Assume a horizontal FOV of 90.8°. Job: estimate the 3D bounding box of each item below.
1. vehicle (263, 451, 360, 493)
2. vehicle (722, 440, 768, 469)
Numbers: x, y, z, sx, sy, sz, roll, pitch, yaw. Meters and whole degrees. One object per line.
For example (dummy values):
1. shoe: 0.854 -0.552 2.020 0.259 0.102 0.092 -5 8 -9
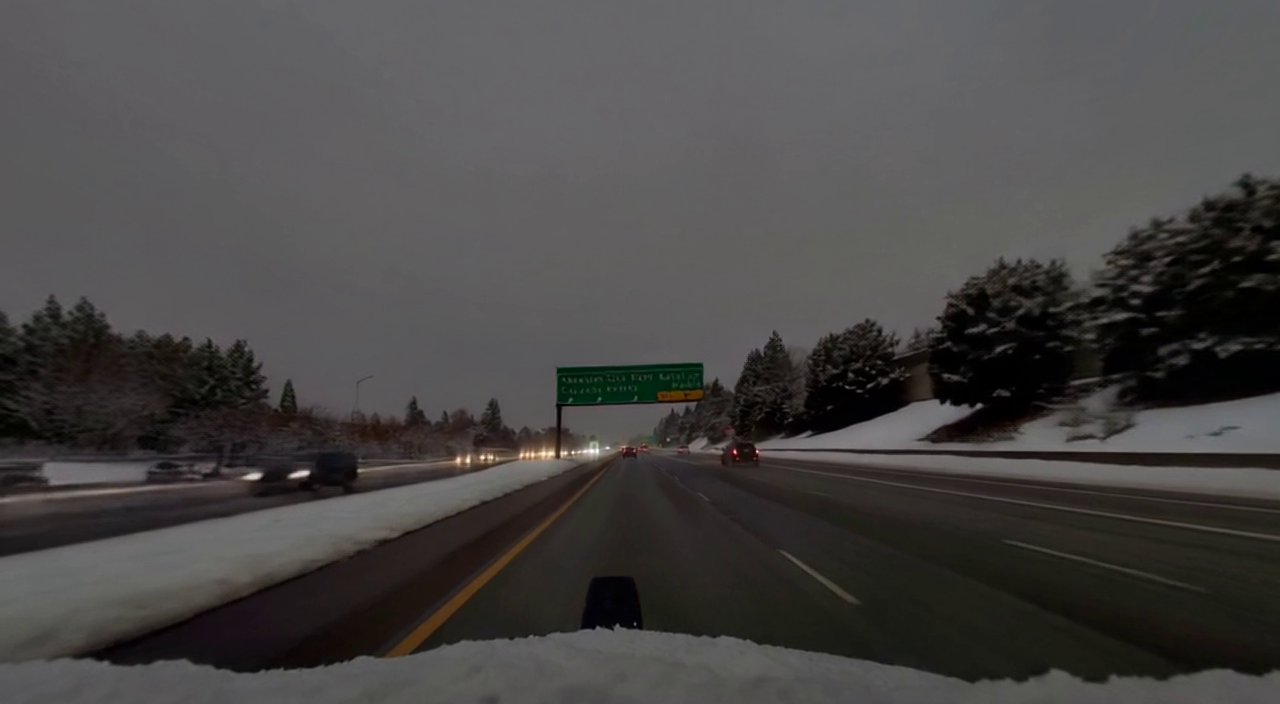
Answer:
1. vehicle: -14.958 5.436 29.107 2.051 1.734 4.457 0 -9 0
2. vehicle: 6.518 6.453 39.826 2.030 1.706 4.279 0 -9 -2
